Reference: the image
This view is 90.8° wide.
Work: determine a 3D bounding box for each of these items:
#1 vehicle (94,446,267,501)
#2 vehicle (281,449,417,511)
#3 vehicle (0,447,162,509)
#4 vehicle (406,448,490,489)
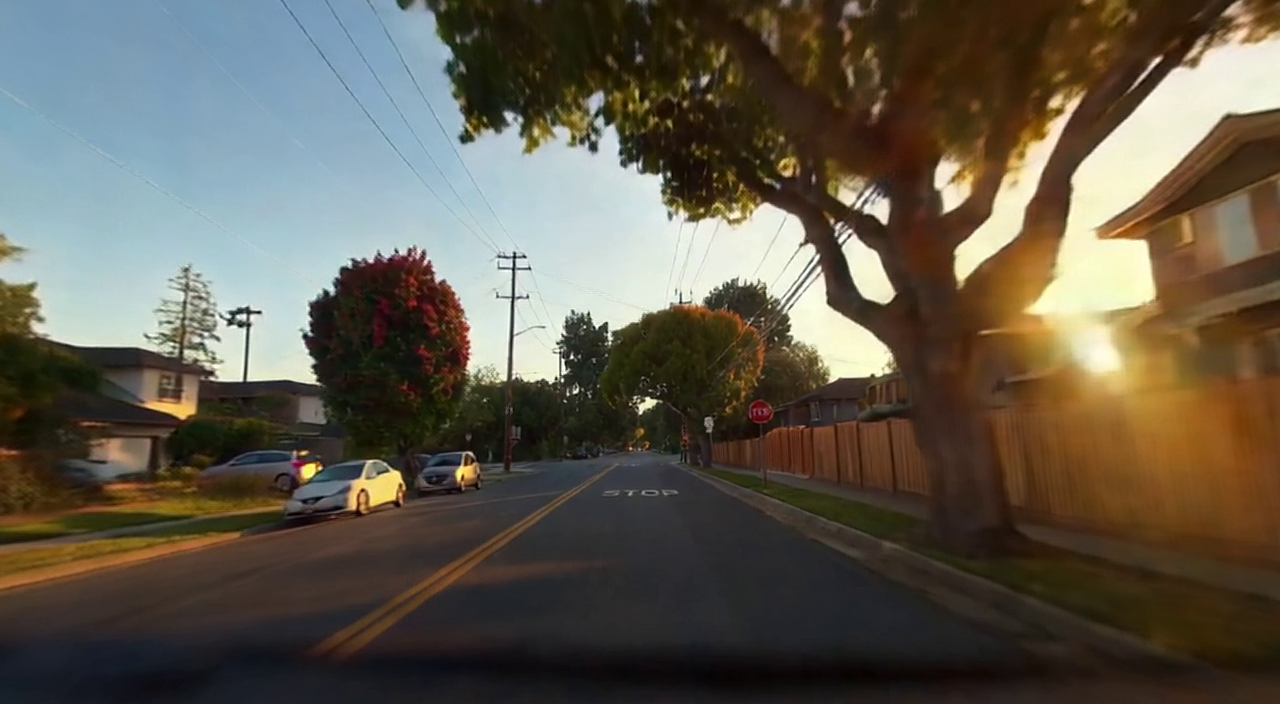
[{"bbox_3d":[-16.232,4.281,22.575,4.364,1.802,2.122,1,-8,-8],"label":"vehicle"},{"bbox_3d":[-8.541,3.749,19.010,1.950,1.627,4.027,-1,-8,4],"label":"vehicle"},{"bbox_3d":[-17.983,3.837,19.509,4.539,1.737,2.098,2,-9,-14],"label":"vehicle"},{"bbox_3d":[-8.494,5.160,28.338,2.047,1.679,3.948,-1,-9,8],"label":"vehicle"}]
